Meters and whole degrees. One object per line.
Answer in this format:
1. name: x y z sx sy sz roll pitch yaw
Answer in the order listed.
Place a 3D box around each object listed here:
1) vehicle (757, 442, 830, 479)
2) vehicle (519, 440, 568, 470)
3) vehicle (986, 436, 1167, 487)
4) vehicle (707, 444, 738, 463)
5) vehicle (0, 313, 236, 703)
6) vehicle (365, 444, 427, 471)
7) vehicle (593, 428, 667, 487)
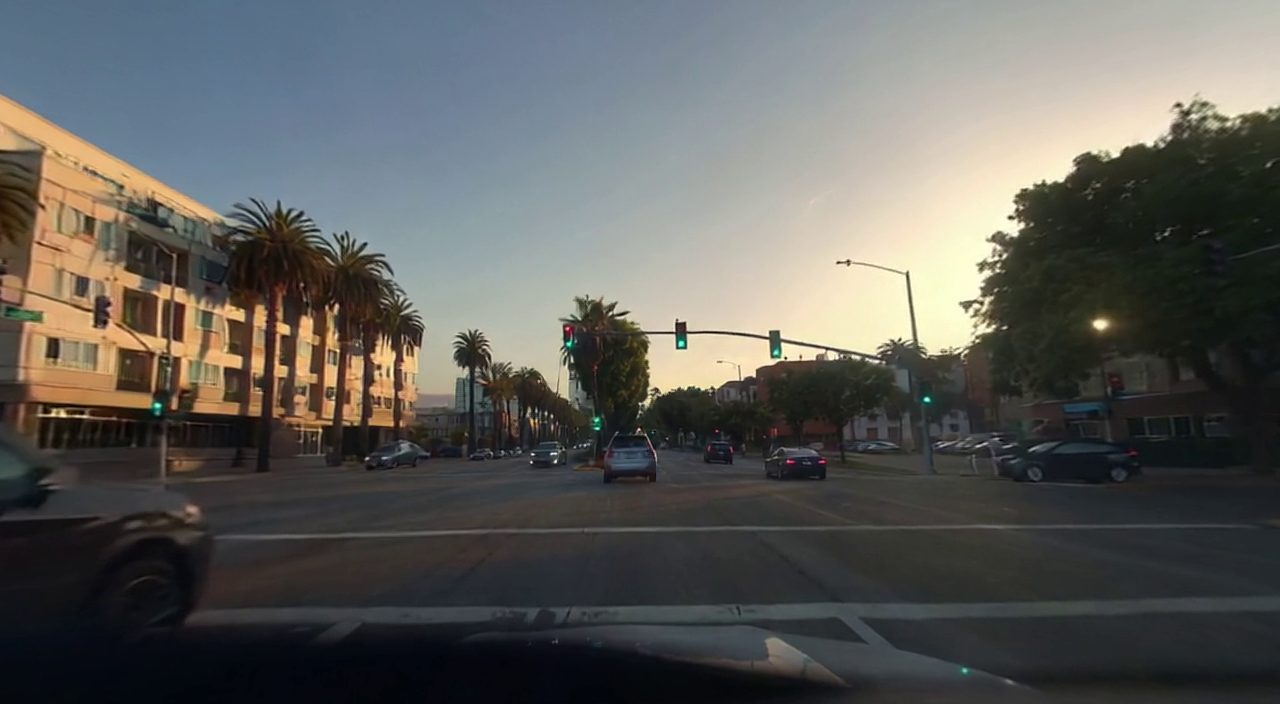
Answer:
1. vehicle: 6.716 4.800 28.078 1.975 1.483 4.769 0 -8 -1
2. vehicle: -5.328 5.722 35.247 2.028 1.489 4.386 -3 -8 -1
3. vehicle: 15.357 3.867 22.467 4.722 1.695 2.121 -2 -9 11
4. vehicle: 6.408 7.873 49.050 1.777 1.443 3.942 0 -8 -2
5. vehicle: -3.438 0.571 1.044 2.144 1.796 5.103 0 -8 0
6. vehicle: -14.837 6.430 38.543 1.850 1.544 4.858 0 -8 0
7. vehicle: -0.313 3.592 21.775 2.277 1.816 4.192 0 -8 0
